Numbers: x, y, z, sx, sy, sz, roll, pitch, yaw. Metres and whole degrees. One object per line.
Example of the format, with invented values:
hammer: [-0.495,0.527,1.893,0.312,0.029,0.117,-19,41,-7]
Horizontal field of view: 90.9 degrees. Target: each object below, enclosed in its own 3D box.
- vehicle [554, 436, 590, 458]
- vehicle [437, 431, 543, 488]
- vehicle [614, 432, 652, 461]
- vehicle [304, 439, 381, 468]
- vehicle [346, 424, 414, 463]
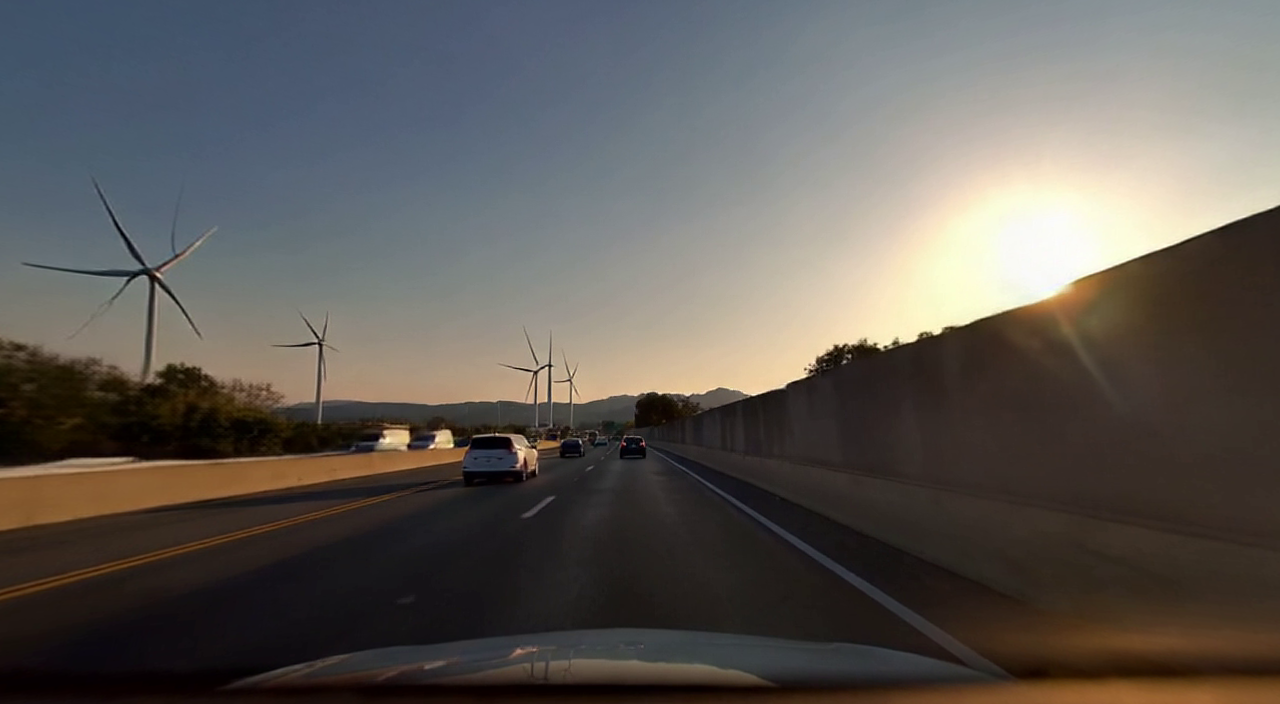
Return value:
vehicle: [-4.587,6.450,43.082,2.059,1.436,3.802,0,-8,-1]
vehicle: [-4.261,3.105,18.725,1.998,1.468,4.635,0,-8,0]
vehicle: [-0.421,5.411,36.145,2.027,1.550,3.607,0,-8,-1]
vehicle: [-18.081,6.151,38.627,2.374,1.628,4.917,0,-8,-1]
vehicle: [-18.293,6.460,44.676,2.522,2.584,5.381,0,-8,0]
